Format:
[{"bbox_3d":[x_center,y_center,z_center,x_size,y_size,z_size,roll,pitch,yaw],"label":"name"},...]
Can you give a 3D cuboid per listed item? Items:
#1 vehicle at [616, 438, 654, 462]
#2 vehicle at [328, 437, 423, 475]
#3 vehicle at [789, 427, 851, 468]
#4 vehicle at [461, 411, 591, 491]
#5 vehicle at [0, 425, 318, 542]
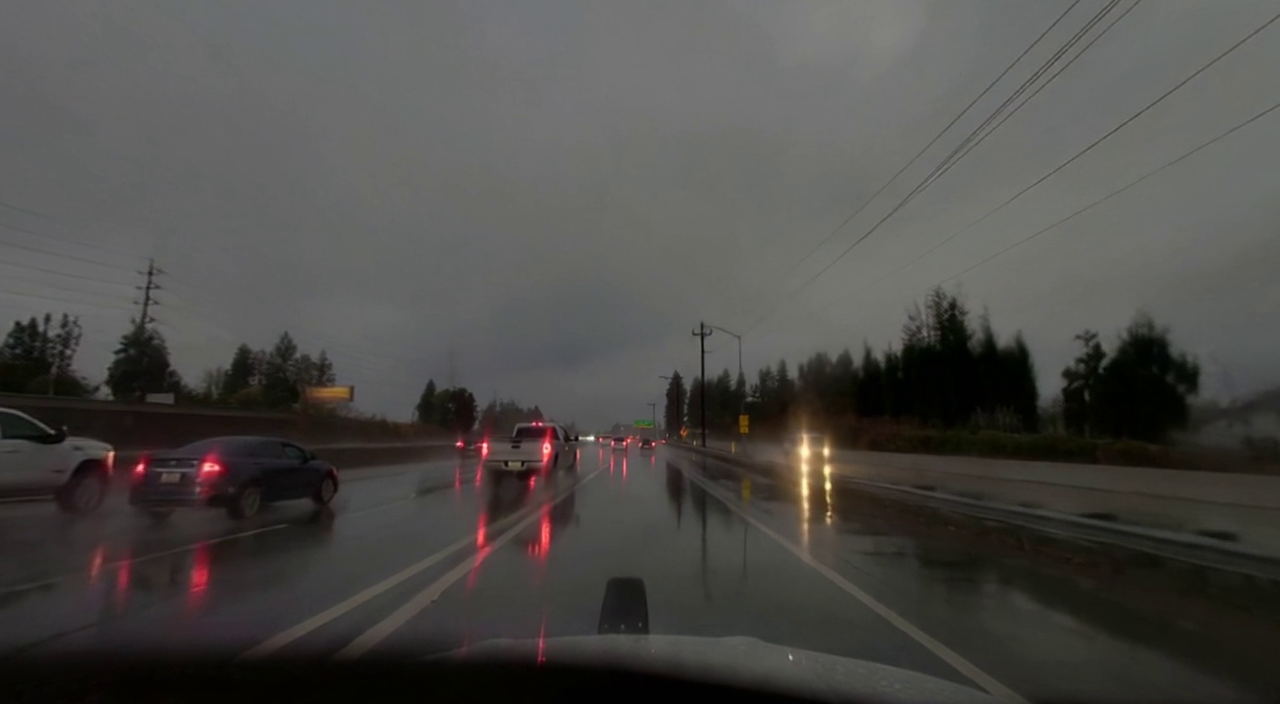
[{"bbox_3d":[-0.265,6.152,39.648,2.013,1.444,4.447,-1,-8,4],"label":"vehicle"},{"bbox_3d":[-10.938,4.316,26.395,1.884,1.453,4.579,0,-8,2],"label":"vehicle"},{"bbox_3d":[11.328,6.058,40.063,2.244,2.374,5.762,-1,-8,0],"label":"vehicle"},{"bbox_3d":[-3.232,3.059,19.713,2.815,2.092,6.526,0,-8,0],"label":"vehicle"},{"bbox_3d":[-7.521,2.017,10.344,1.964,1.481,4.425,0,-8,2],"label":"vehicle"}]
